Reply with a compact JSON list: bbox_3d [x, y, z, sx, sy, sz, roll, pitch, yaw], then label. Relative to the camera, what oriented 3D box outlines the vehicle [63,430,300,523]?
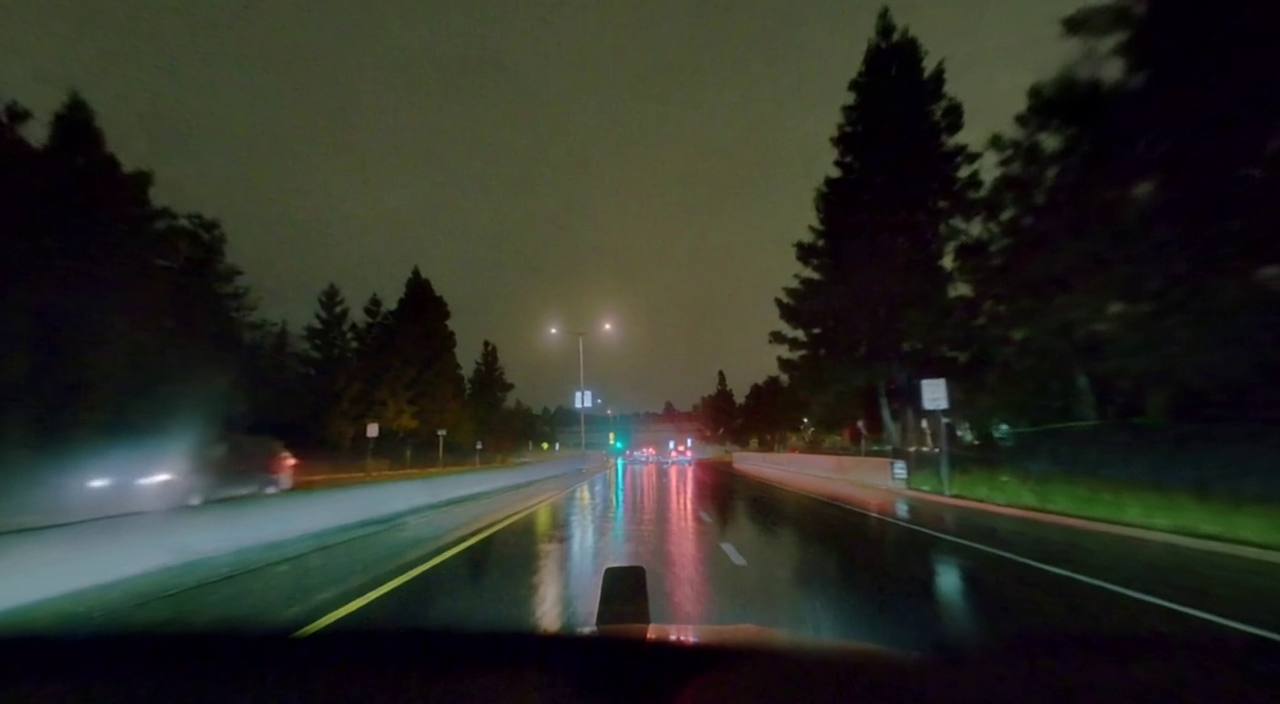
[{"bbox_3d":[-10.708,2.923,15.361,2.144,1.835,4.733,2,-9,0],"label":"vehicle"}]
